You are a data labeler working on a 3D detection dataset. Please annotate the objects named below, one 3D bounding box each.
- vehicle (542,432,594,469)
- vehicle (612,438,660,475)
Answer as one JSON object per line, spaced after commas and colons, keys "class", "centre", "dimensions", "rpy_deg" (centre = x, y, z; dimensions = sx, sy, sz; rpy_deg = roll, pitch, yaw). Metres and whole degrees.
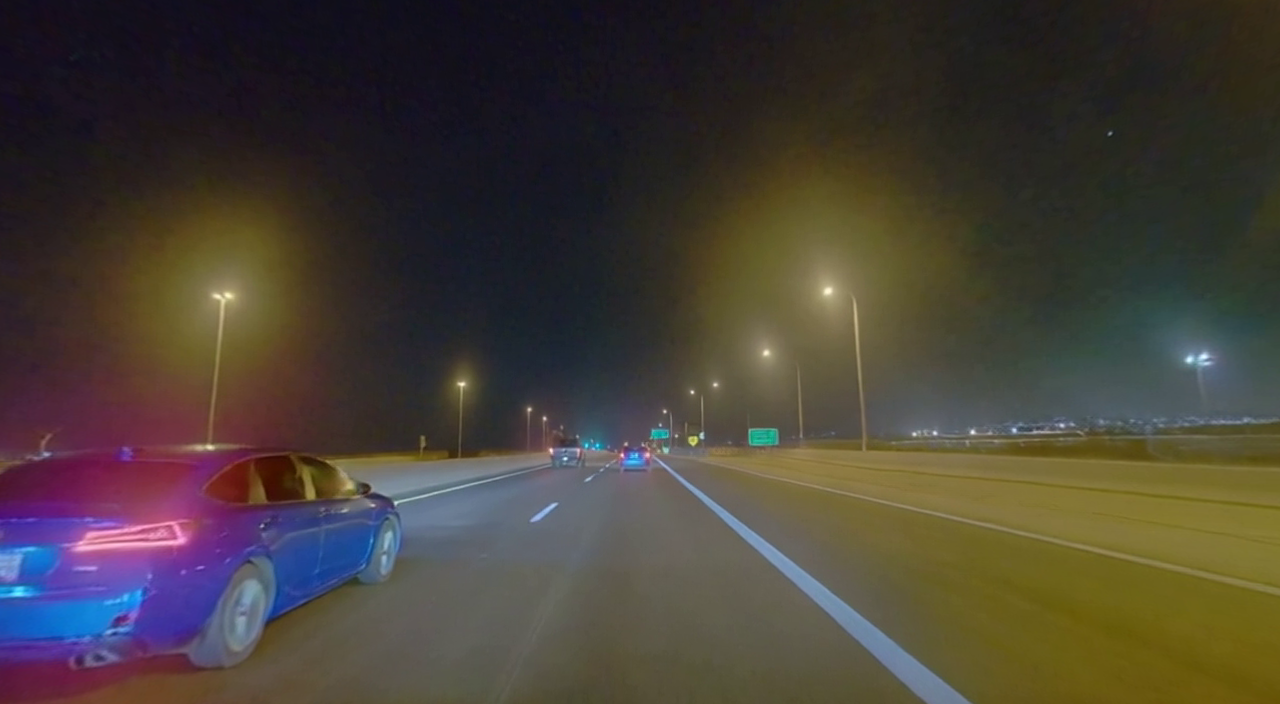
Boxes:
{"class": "vehicle", "centre": [-3.933, 5.494, 35.366], "dimensions": [2.264, 1.901, 4.647], "rpy_deg": [0, -8, 1]}
{"class": "vehicle", "centre": [-0.164, 4.857, 29.471], "dimensions": [2.086, 1.548, 4.325], "rpy_deg": [0, -8, 0]}
